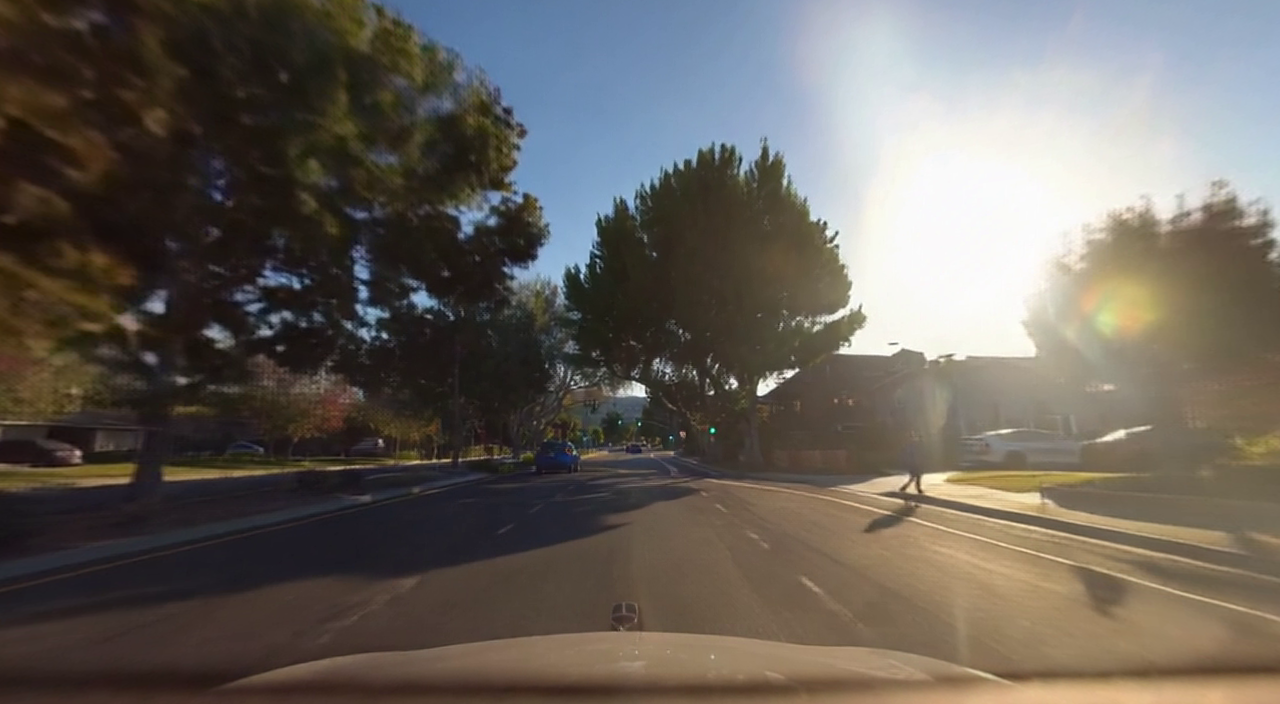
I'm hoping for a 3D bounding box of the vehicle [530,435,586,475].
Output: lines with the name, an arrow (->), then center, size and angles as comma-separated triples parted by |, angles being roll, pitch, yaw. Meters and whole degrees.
vehicle -> -3.742, 4.794, 29.641 | 1.993, 1.733, 4.262 | 0, -8, 1
